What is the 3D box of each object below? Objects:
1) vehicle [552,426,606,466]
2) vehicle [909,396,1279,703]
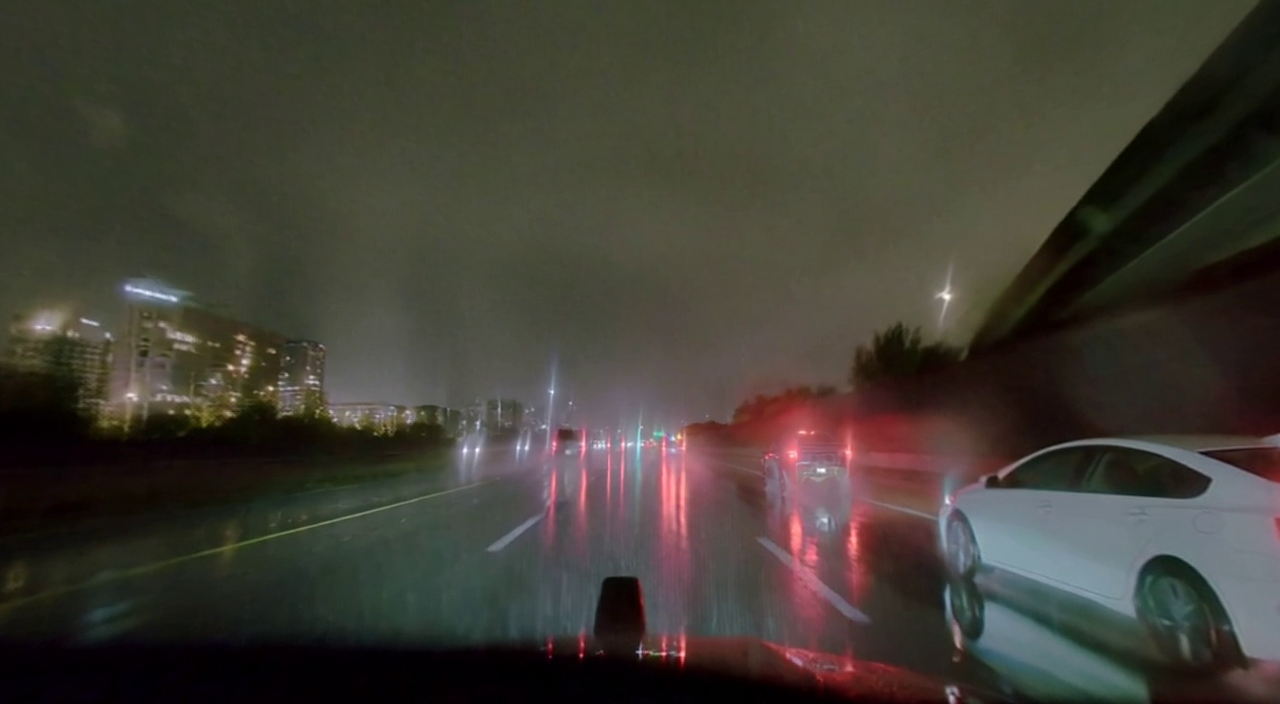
[{"bbox_3d":[-3.583,5.761,38.481,2.496,2.203,6.317,0,-9,1],"label":"vehicle"},{"bbox_3d":[3.677,1.134,3.735,2.047,1.532,4.884,0,-9,1],"label":"vehicle"}]
